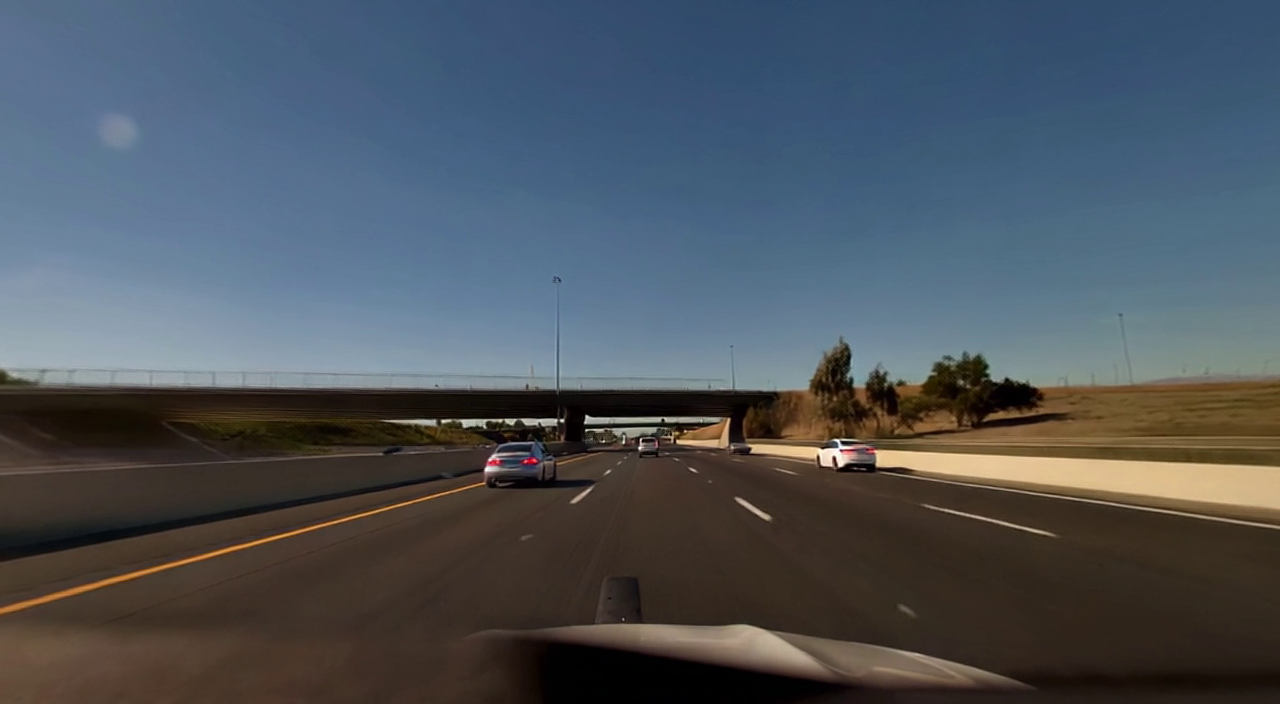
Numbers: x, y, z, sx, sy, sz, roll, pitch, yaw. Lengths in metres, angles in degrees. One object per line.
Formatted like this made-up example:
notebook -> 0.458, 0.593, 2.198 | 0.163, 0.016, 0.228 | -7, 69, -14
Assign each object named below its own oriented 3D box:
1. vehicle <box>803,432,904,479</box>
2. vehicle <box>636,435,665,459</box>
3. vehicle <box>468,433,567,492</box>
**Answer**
vehicle -> 7.544, 3.698, 22.756 | 1.870, 1.493, 5.015 | 0, -8, 0
vehicle -> 0.758, 7.090, 46.966 | 2.063, 1.698, 4.355 | 0, -8, 0
vehicle -> -3.539, 3.280, 19.049 | 2.050, 1.546, 4.344 | -1, -8, 1
